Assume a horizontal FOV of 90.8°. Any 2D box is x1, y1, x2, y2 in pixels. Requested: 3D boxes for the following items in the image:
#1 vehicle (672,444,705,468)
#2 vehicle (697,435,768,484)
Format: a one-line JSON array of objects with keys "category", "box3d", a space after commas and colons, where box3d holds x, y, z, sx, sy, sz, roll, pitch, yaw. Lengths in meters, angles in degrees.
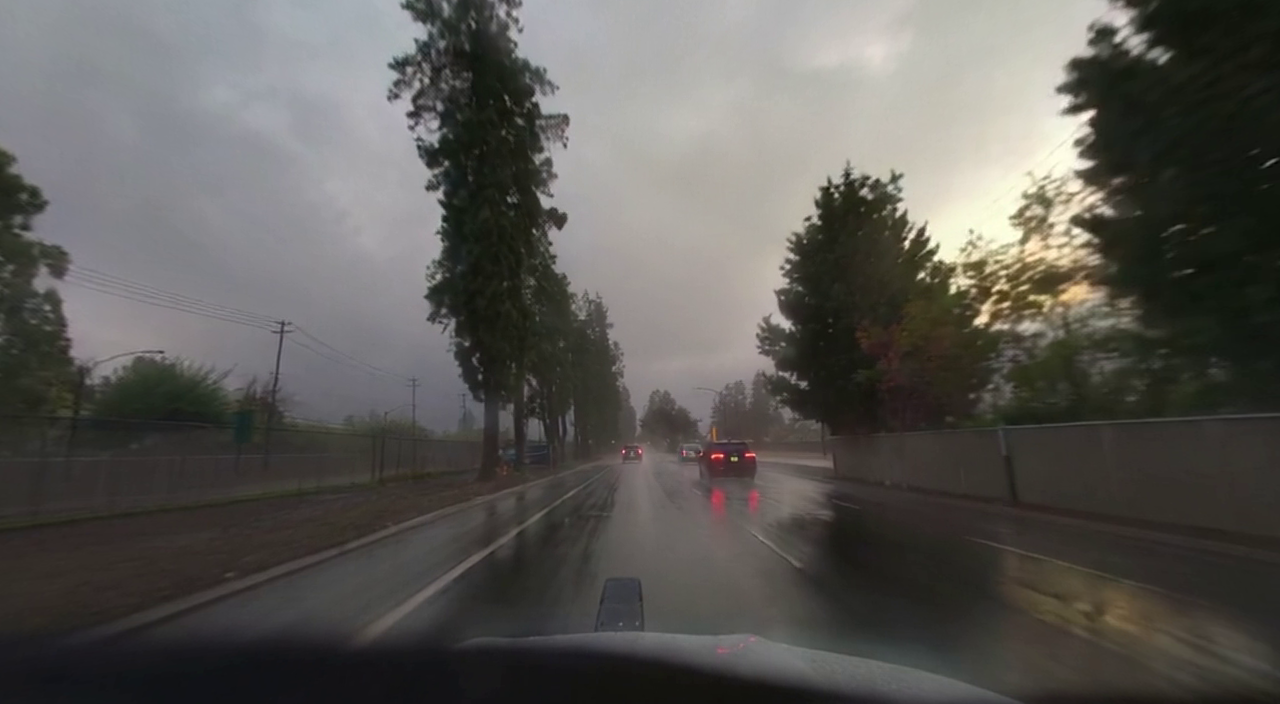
[{"category": "vehicle", "box3d": [3.451, 7.482, 45.528, 2.012, 1.653, 4.115, 0, -8, -1]}, {"category": "vehicle", "box3d": [3.703, 4.431, 26.267, 2.112, 1.825, 4.574, 0, -8, -2]}]
